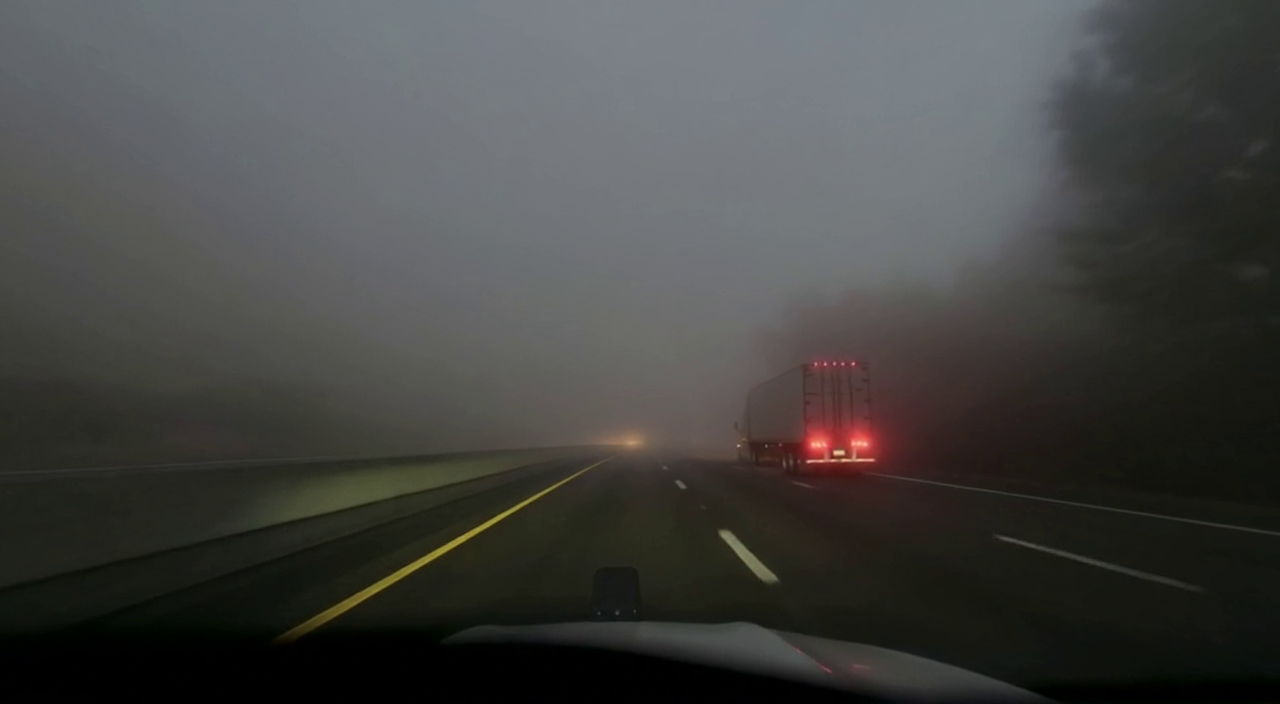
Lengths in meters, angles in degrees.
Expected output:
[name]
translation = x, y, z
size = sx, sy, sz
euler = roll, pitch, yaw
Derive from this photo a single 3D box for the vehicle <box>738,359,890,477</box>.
[vehicle]
translation = 7.117, 3.272, 28.877
size = 2.885, 4.075, 13.981
euler = -1, -8, 0
